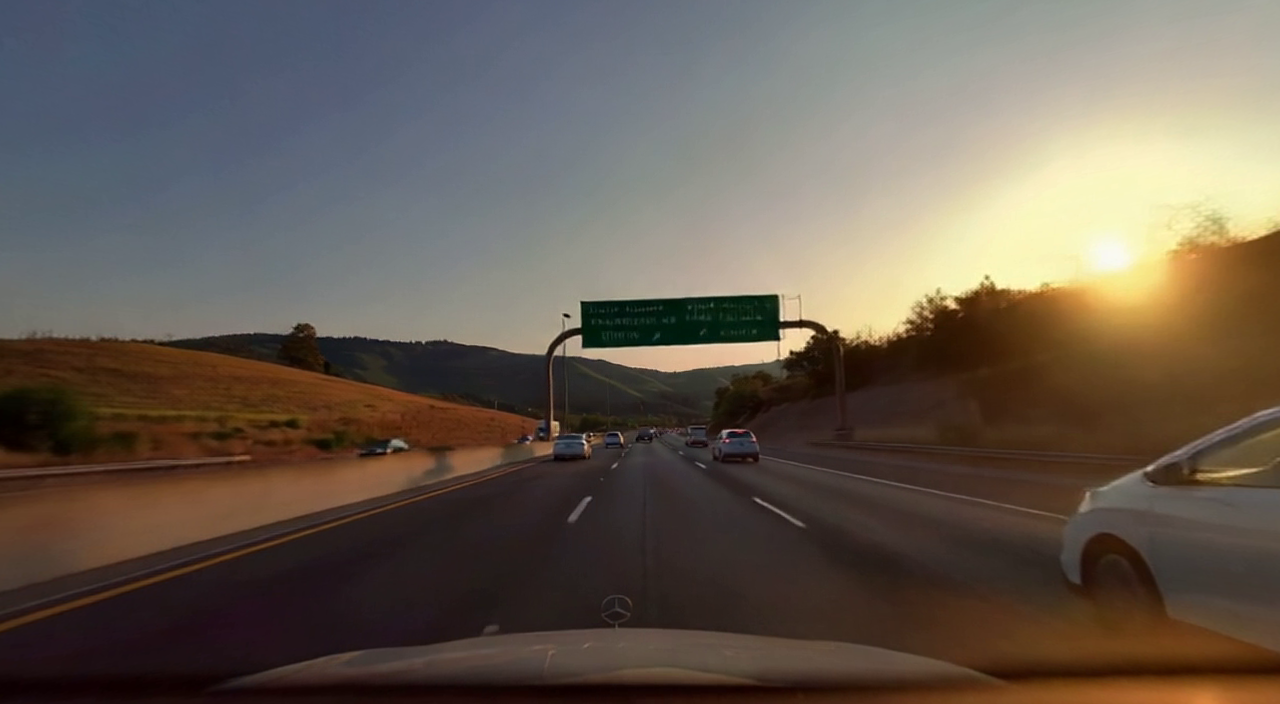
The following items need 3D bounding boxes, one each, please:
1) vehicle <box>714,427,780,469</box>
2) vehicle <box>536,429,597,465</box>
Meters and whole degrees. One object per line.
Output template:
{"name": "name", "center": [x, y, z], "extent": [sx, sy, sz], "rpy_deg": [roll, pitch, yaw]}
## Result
{"name": "vehicle", "center": [3.989, 3.629, 23.979], "extent": [1.806, 1.469, 3.681], "rpy_deg": [0, -8, -1]}
{"name": "vehicle", "center": [-3.219, 4.210, 28.304], "extent": [2.204, 1.486, 4.121], "rpy_deg": [0, -8, 1]}
